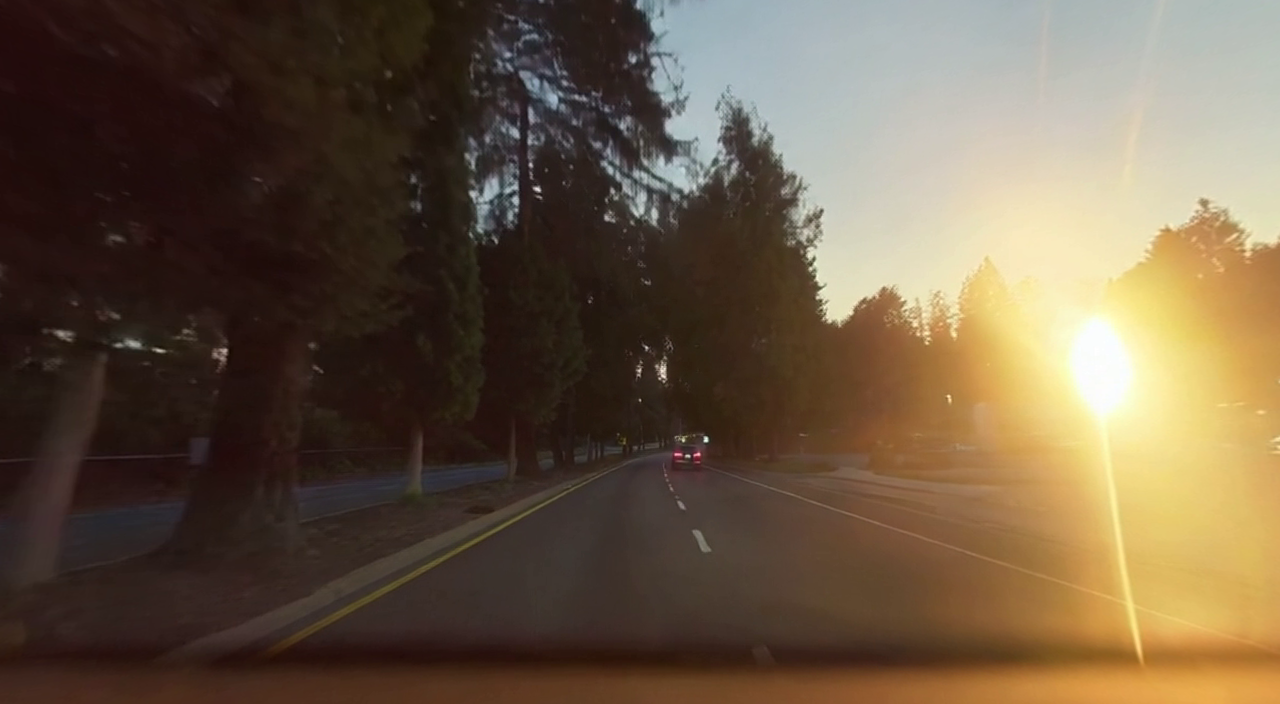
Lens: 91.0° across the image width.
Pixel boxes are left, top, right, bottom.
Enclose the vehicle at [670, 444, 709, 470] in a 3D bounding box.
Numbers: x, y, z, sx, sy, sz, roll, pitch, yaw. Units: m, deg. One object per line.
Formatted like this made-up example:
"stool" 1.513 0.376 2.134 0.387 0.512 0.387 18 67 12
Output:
"vehicle" 3.021 6.514 39.288 2.044 1.537 4.528 0 -8 0
